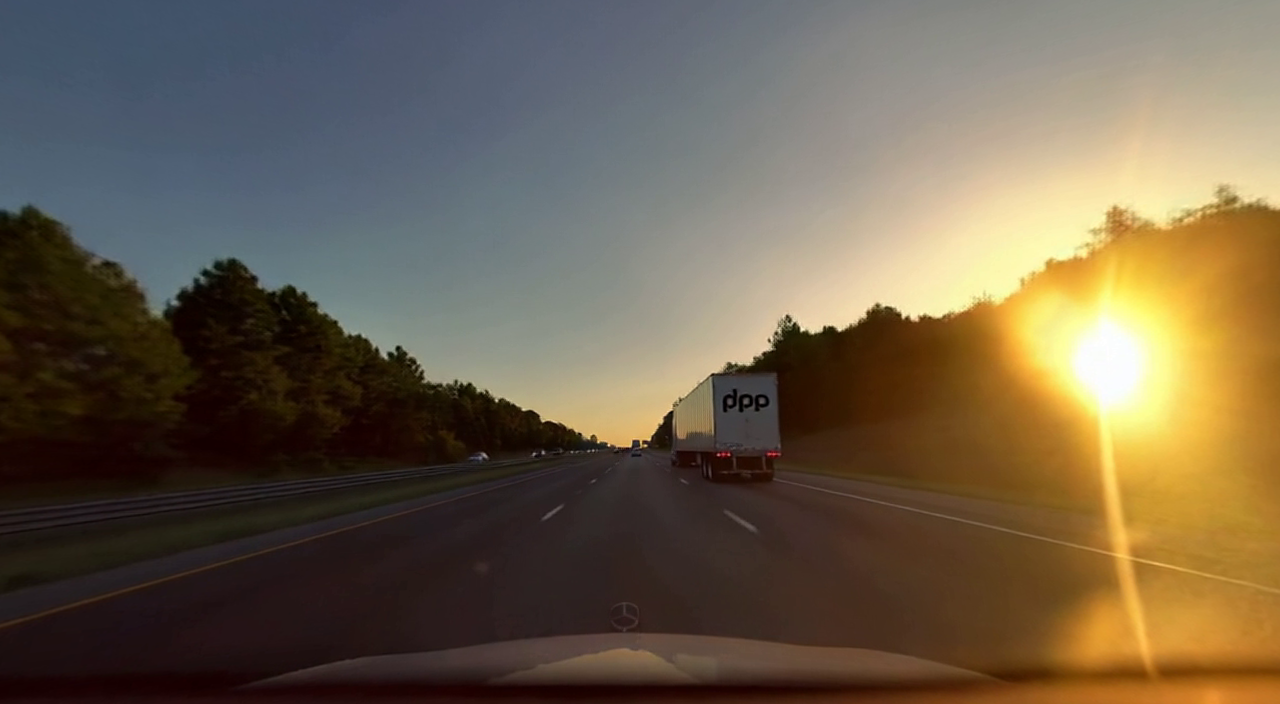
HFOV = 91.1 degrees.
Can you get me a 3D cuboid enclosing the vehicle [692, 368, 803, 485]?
[{"bbox_3d":[3.965,3.148,25.496,2.856,3.933,8.334,0,-9,-1],"label":"vehicle"}]
